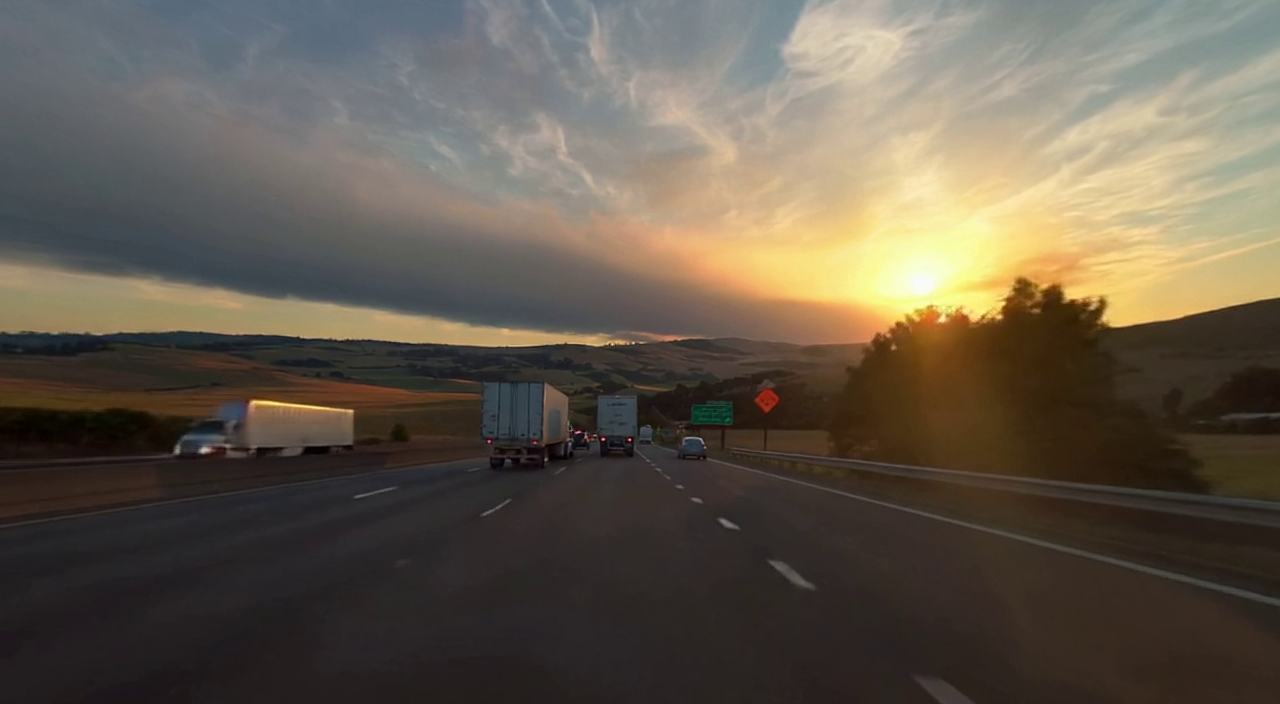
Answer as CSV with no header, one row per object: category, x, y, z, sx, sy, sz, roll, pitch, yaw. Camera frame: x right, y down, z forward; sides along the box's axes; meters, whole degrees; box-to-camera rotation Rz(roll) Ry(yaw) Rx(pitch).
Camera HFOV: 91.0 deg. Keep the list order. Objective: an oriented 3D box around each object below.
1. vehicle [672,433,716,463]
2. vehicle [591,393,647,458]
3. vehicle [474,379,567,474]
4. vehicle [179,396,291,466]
vehicle,2.815,5.098,33.575,1.891,1.477,3.599,0,-8,-3
vehicle,-1.846,5.808,48.124,3.475,4.037,17.454,0,-8,-3
vehicle,-4.701,3.167,26.279,2.728,3.405,7.096,0,-8,-2
vehicle,-24.977,4.966,39.263,2.978,4.001,5.854,0,-8,-1
